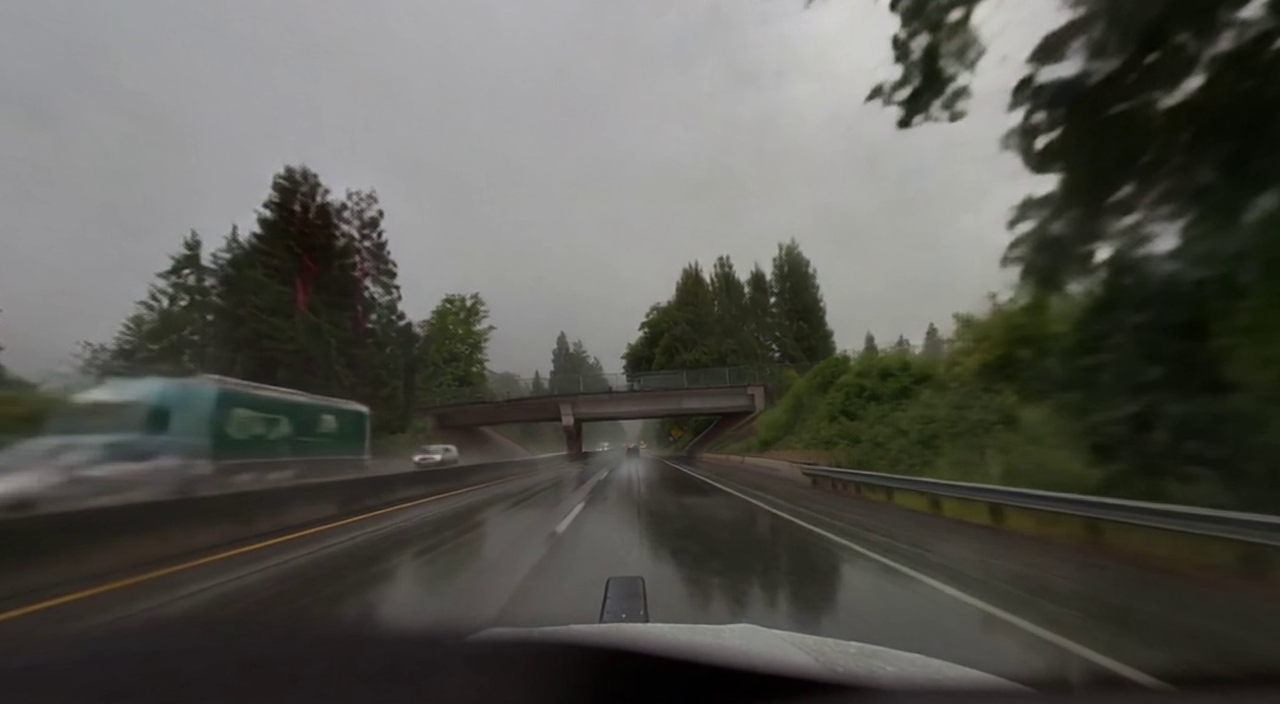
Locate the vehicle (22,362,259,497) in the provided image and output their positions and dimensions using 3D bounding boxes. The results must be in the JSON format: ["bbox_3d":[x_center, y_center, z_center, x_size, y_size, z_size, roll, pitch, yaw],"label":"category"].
[{"bbox_3d":[-16.296,2.669,21.314,3.008,3.916,5.886,0,-9,-1],"label":"vehicle"}]
